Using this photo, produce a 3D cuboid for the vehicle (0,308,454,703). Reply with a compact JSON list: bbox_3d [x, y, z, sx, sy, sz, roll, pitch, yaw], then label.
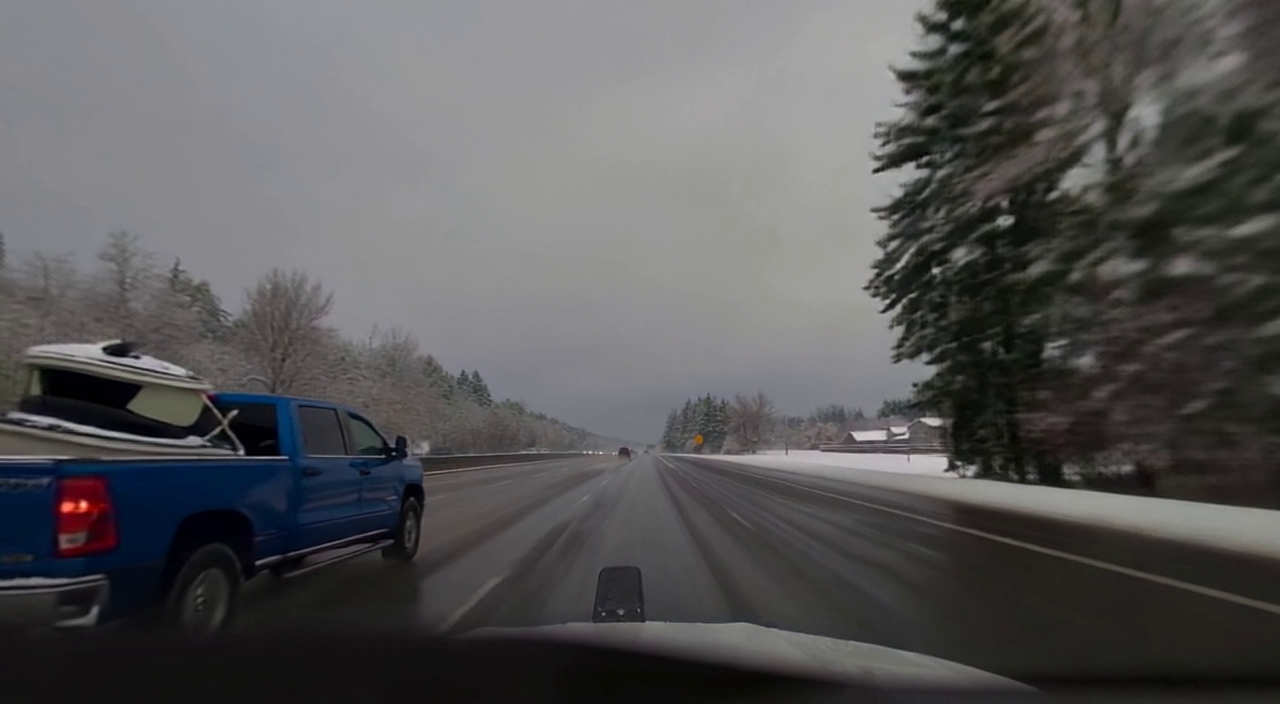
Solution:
[{"bbox_3d":[-3.320,1.112,4.722,2.202,1.836,5.009,0,-9,1],"label":"vehicle"}]
